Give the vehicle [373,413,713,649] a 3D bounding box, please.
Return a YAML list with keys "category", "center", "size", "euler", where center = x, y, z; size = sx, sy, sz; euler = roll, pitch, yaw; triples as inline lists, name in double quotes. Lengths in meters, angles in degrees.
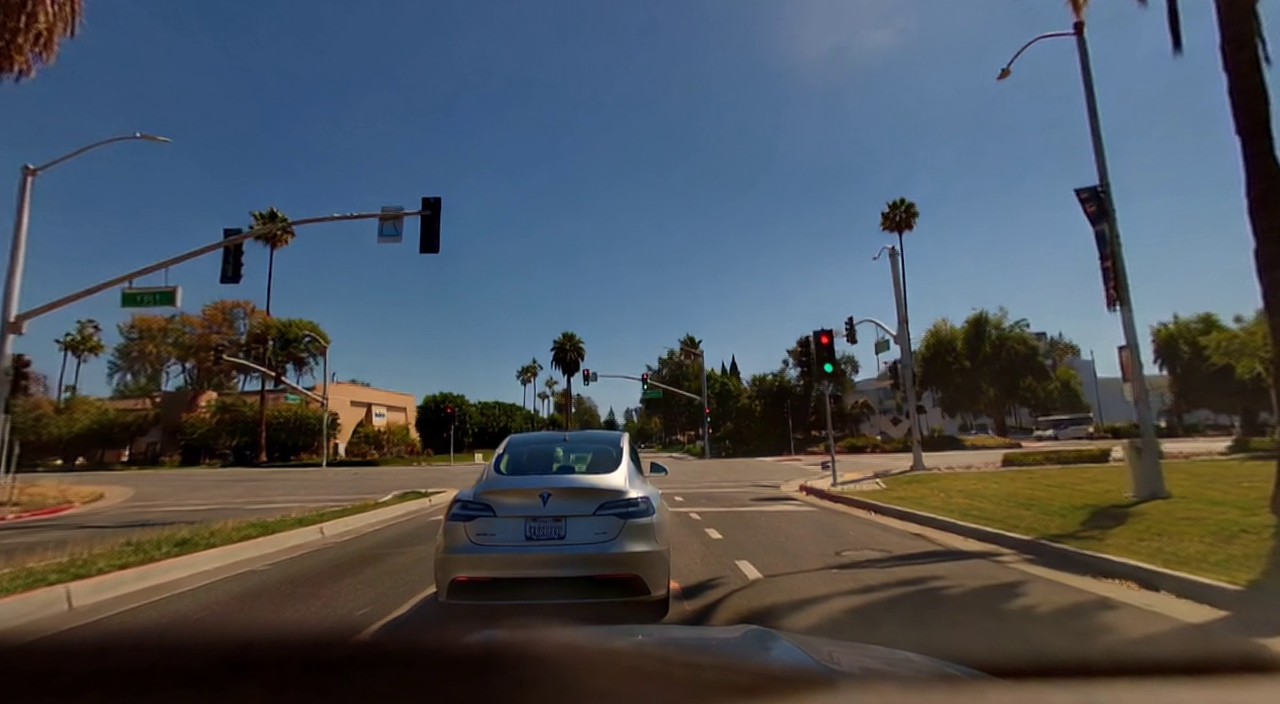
- category: "vehicle"
  center: [-0.640, 1.453, 6.206]
  size: [2.152, 1.478, 4.229]
  euler: [0, -8, -1]
